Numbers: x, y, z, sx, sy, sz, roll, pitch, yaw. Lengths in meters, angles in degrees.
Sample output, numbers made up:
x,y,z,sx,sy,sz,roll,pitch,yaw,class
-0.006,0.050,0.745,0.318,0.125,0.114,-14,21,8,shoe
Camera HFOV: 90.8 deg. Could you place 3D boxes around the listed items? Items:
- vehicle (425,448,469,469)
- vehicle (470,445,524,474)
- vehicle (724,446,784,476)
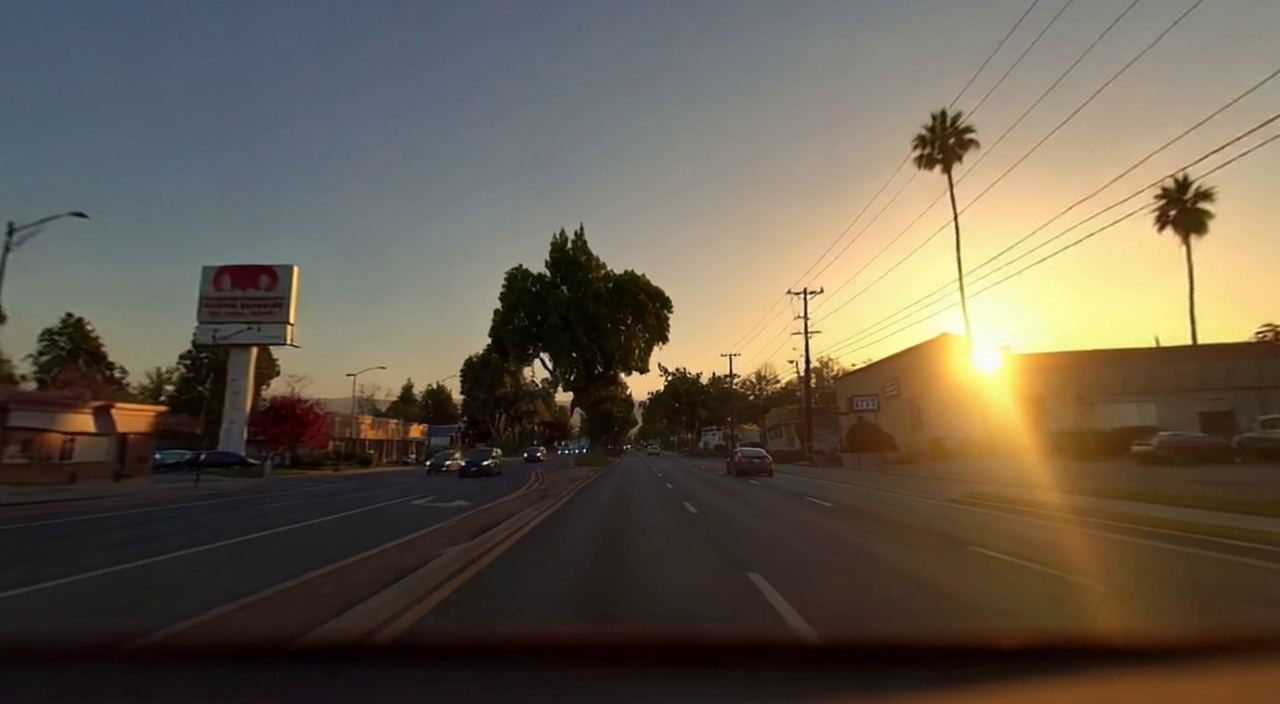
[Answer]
x,y,z,sx,sy,sz,roll,pitch,yaw,class
-14.954,8.232,49.138,1.882,1.491,4.504,-1,-9,2,vehicle
-8.006,6.063,35.880,1.946,1.471,4.587,0,-9,1,vehicle
5.920,5.709,33.373,2.261,1.479,4.403,0,-9,-2,vehicle
